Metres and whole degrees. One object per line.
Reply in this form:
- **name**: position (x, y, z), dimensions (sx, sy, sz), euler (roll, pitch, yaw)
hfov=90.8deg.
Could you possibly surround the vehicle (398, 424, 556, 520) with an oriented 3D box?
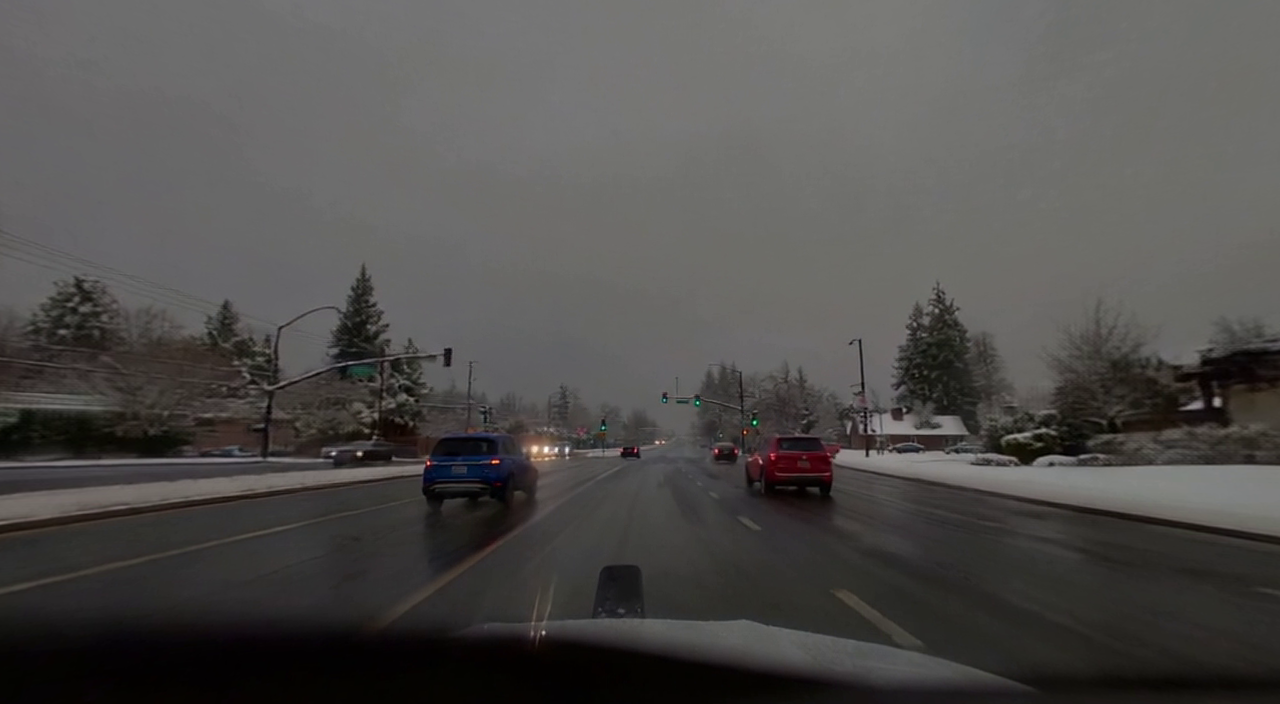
- **vehicle**: position (-3.211, 2.485, 13.610), dimensions (2.045, 1.688, 4.632), euler (-1, -8, 2)

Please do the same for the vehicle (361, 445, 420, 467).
- **vehicle**: position (-17.878, 7.487, 45.529), dimensions (1.997, 1.471, 4.772), euler (-1, -8, 4)

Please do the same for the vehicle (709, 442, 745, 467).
- **vehicle**: position (6.136, 7.232, 44.924), dimensions (2.169, 1.669, 4.037), euler (-1, -8, 3)

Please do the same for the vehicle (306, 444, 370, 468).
- **vehicle**: position (-21.939, 7.540, 46.120), dimensions (2.244, 1.670, 4.353), euler (-1, -8, 4)

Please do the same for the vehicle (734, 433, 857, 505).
- **vehicle**: position (3.982, 3.063, 17.055), dimensions (2.132, 1.659, 4.387), euler (0, -8, -1)
